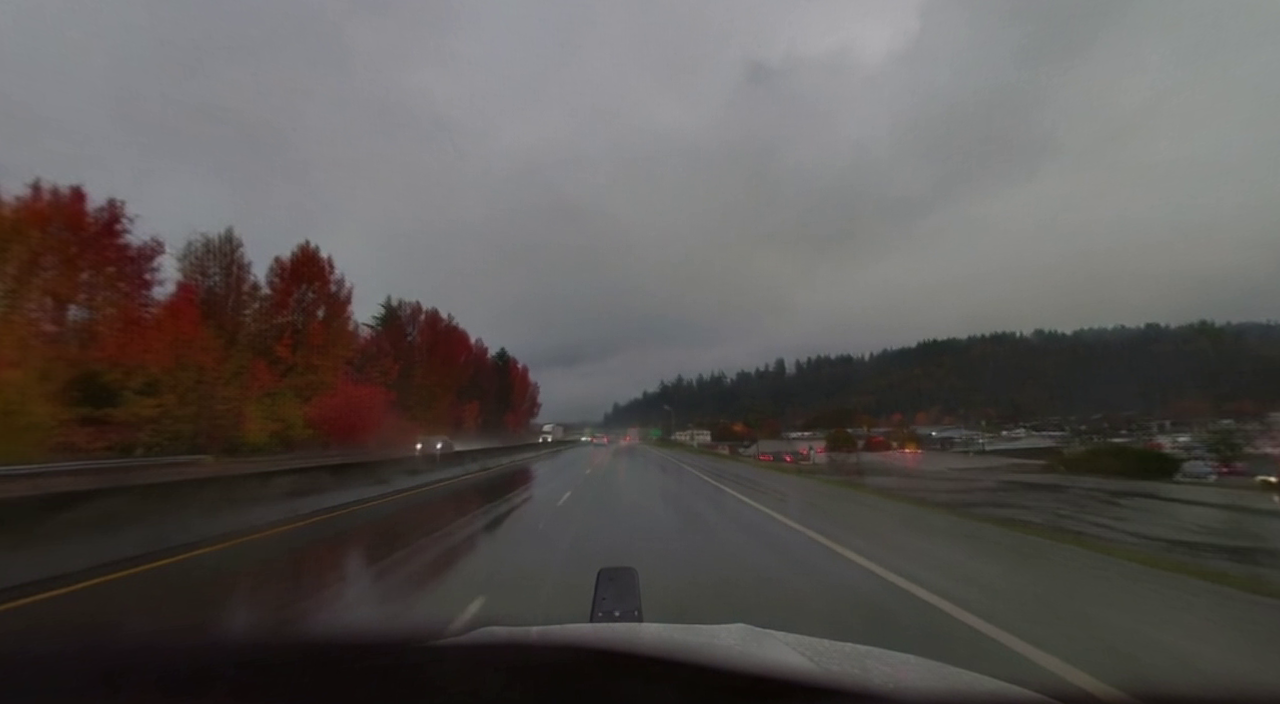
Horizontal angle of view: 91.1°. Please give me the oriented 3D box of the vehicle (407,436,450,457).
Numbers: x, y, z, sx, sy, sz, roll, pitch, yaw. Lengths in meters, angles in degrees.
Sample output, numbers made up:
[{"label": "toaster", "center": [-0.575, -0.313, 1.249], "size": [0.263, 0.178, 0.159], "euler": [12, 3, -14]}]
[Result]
[{"label": "vehicle", "center": [-15.598, 6.970, 46.542], "size": [1.836, 1.507, 4.073], "euler": [0, -8, -1]}]
